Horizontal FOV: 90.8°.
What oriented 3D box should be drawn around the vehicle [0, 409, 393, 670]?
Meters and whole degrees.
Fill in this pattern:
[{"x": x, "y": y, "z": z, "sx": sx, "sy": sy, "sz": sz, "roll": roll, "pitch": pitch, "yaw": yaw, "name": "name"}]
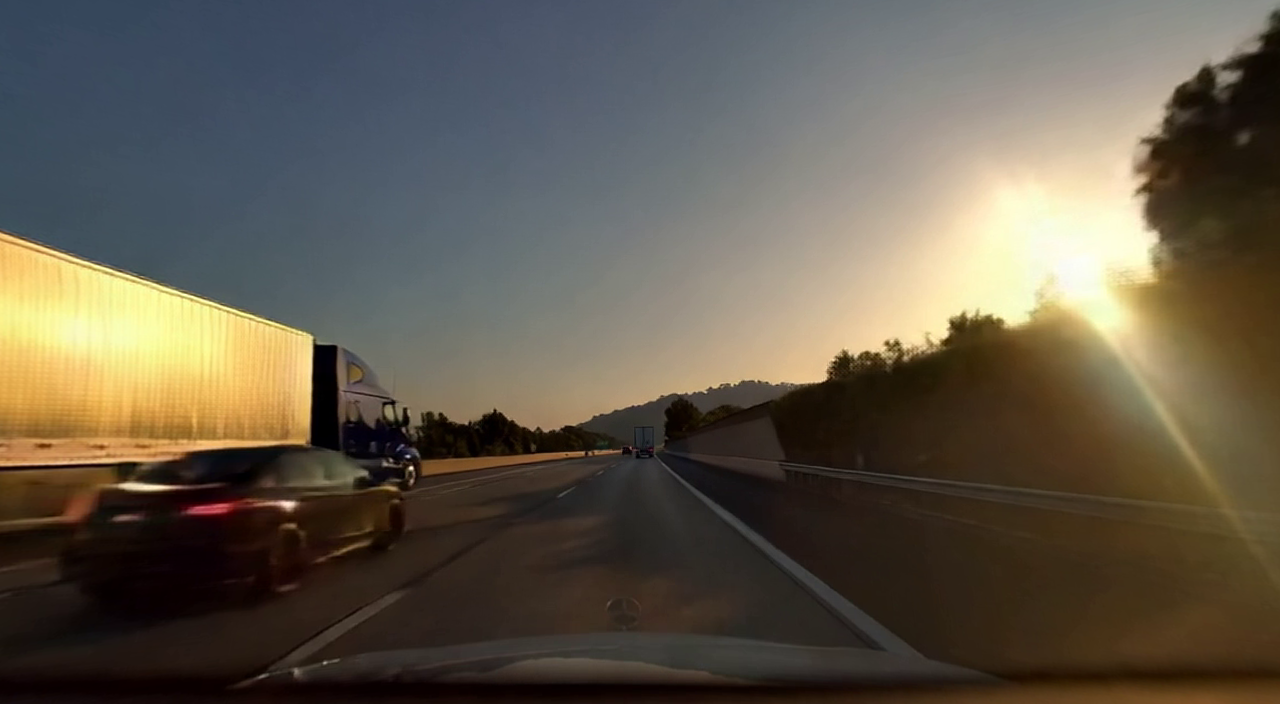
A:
[{"x": -3.949, "y": 1.418, "z": 5.749, "sx": 1.880, "sy": 1.569, "sz": 3.714, "roll": 0, "pitch": -9, "yaw": 0, "name": "vehicle"}]
